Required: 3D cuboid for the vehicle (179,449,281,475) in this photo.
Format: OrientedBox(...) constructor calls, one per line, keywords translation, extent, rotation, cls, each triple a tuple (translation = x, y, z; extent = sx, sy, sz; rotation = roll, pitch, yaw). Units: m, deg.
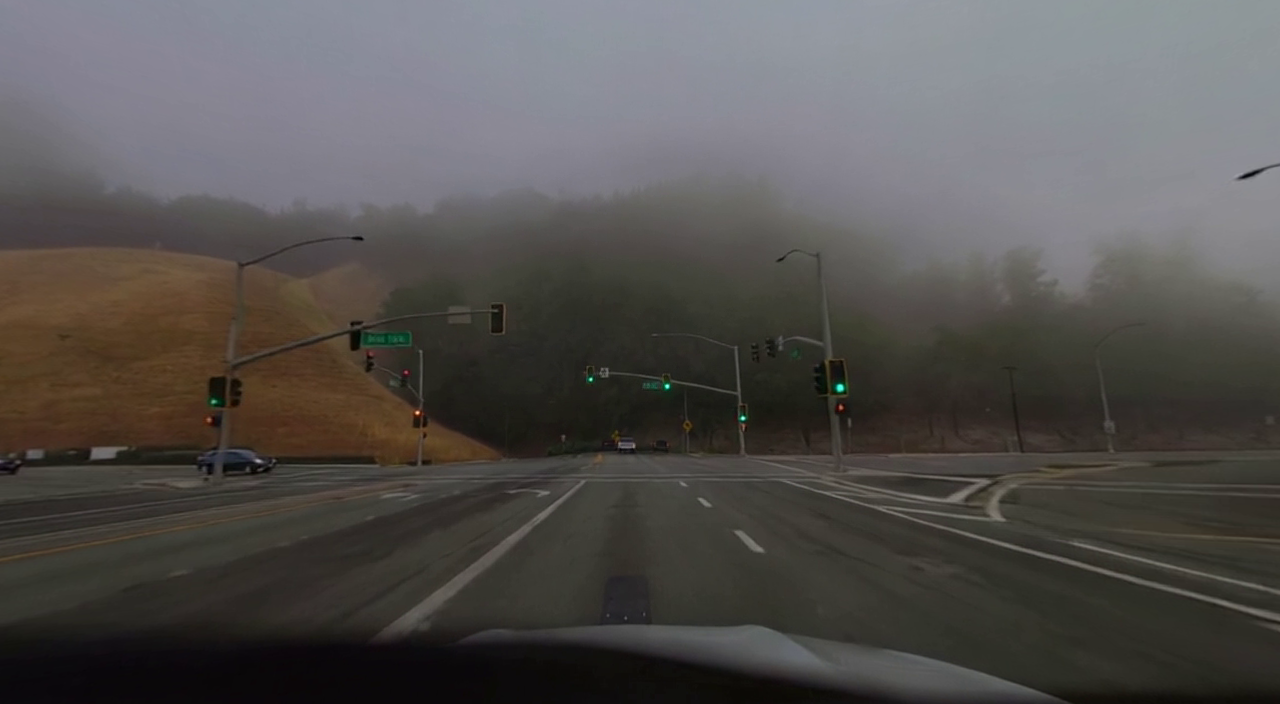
OrientedBox(translation=(-23.344, 6.241, 35.950), extent=(4.518, 1.423, 1.888), rotation=(0, -9, 3), cls="vehicle")
